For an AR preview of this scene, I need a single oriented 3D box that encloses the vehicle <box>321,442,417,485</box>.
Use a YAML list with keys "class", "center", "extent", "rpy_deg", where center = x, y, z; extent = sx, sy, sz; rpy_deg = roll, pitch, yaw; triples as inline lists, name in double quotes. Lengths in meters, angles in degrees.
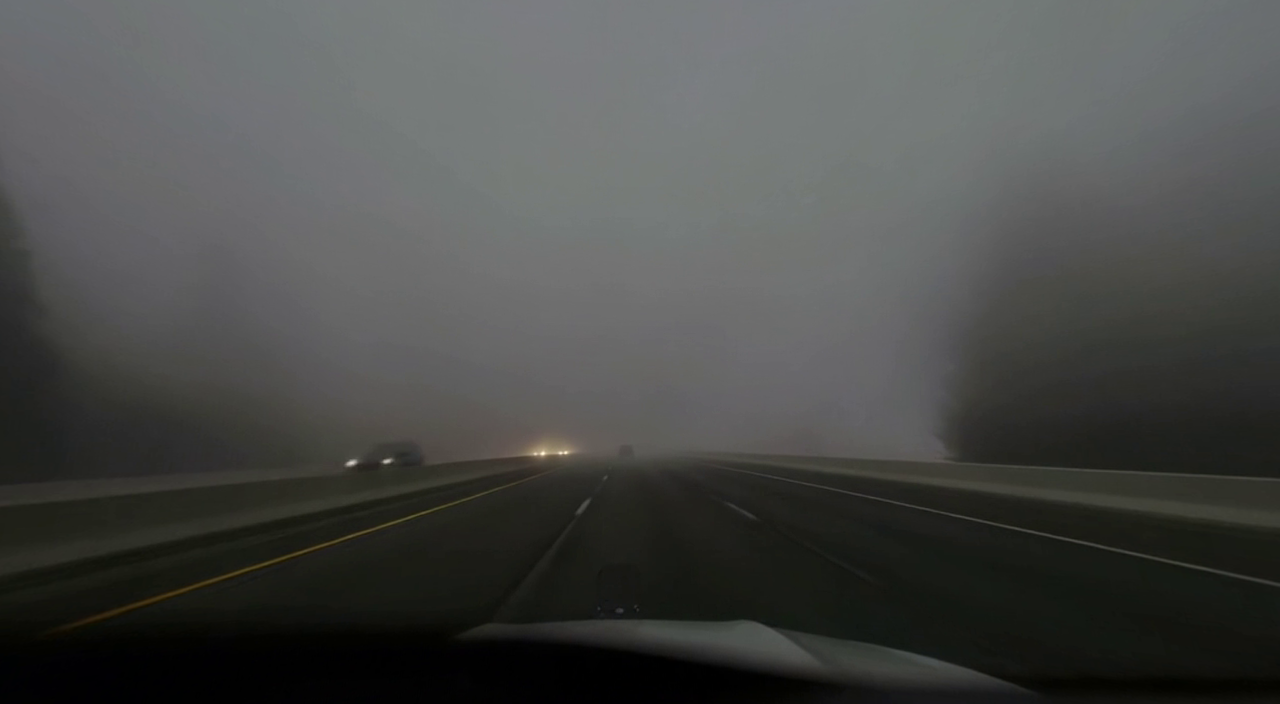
- class: "vehicle"
  center: [-11.777, 4.870, 27.710]
  extent: [2.305, 1.725, 4.456]
  rpy_deg: [0, -9, -1]
